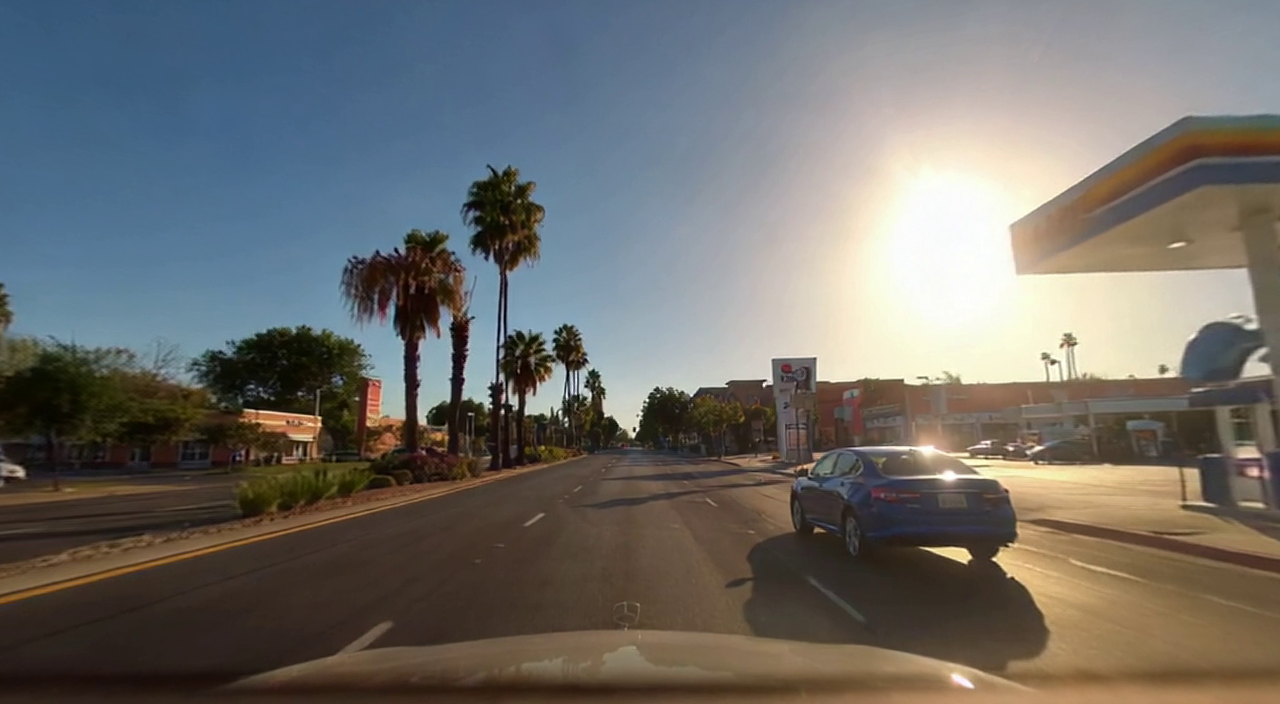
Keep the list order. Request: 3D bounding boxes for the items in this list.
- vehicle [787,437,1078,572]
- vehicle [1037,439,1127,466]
[{"bbox_3d":[3.711,1.977,9.085,1.978,1.442,4.262,0,-8,-3],"label":"vehicle"},{"bbox_3d":[28.544,6.511,40.873,4.280,1.637,2.009,0,-9,-2],"label":"vehicle"}]
